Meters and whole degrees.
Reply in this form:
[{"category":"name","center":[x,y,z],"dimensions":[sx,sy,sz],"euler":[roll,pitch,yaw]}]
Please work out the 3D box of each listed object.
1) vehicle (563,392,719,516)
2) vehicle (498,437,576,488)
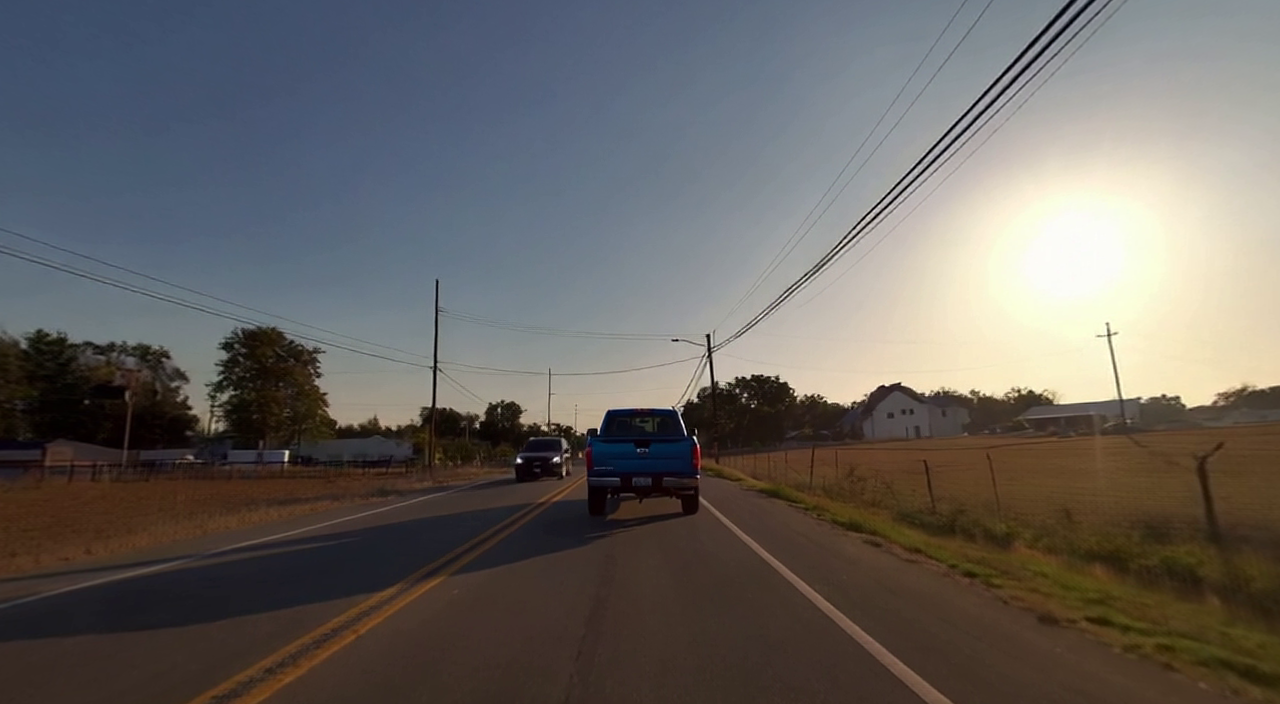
[{"category":"vehicle","center":[-0.045,2.448,15.572],"dimensions":[2.912,2.320,7.292],"euler":[0,-8,-1]},{"category":"vehicle","center":[-3.824,4.195,24.375],"dimensions":[2.122,1.729,4.783],"euler":[0,-8,1]}]
